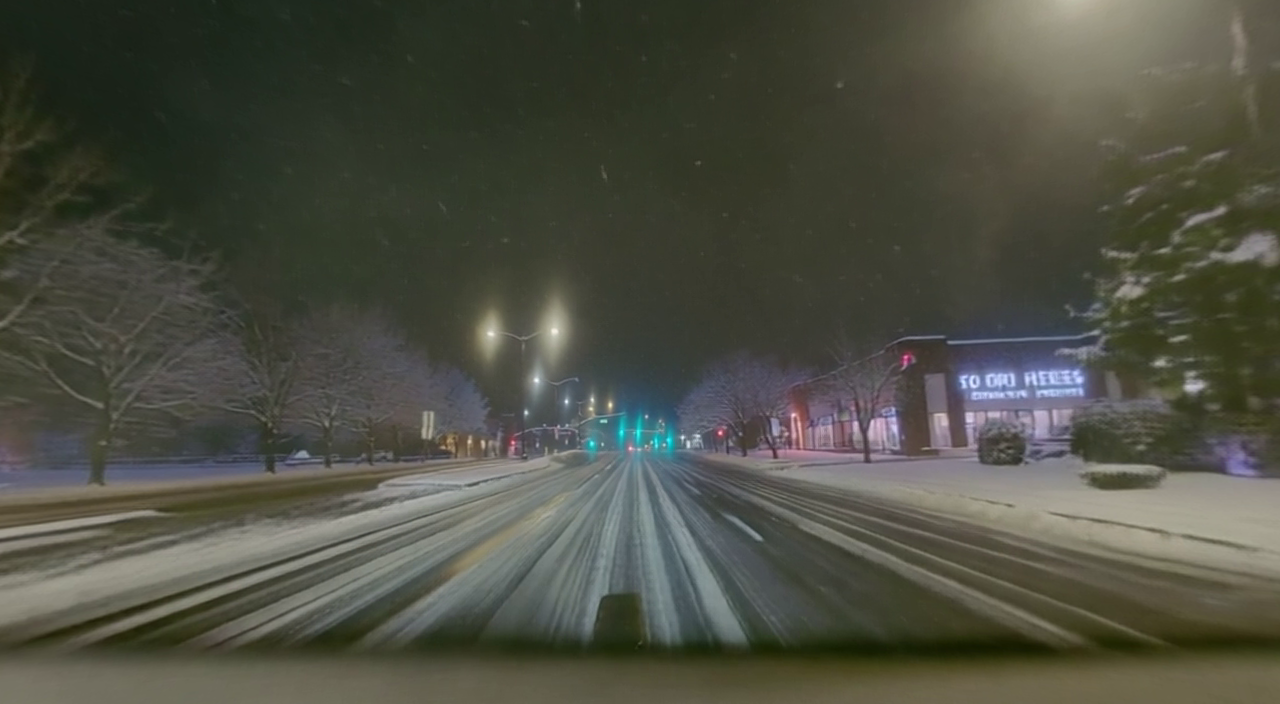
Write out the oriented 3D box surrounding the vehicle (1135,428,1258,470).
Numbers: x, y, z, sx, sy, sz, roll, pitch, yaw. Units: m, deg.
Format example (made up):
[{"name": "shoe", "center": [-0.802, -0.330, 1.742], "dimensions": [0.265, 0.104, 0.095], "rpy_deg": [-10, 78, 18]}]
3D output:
[{"name": "vehicle", "center": [29.782, 5.158, 33.794], "dimensions": [6.327, 1.962, 2.210], "rpy_deg": [2, -9, -23]}]
